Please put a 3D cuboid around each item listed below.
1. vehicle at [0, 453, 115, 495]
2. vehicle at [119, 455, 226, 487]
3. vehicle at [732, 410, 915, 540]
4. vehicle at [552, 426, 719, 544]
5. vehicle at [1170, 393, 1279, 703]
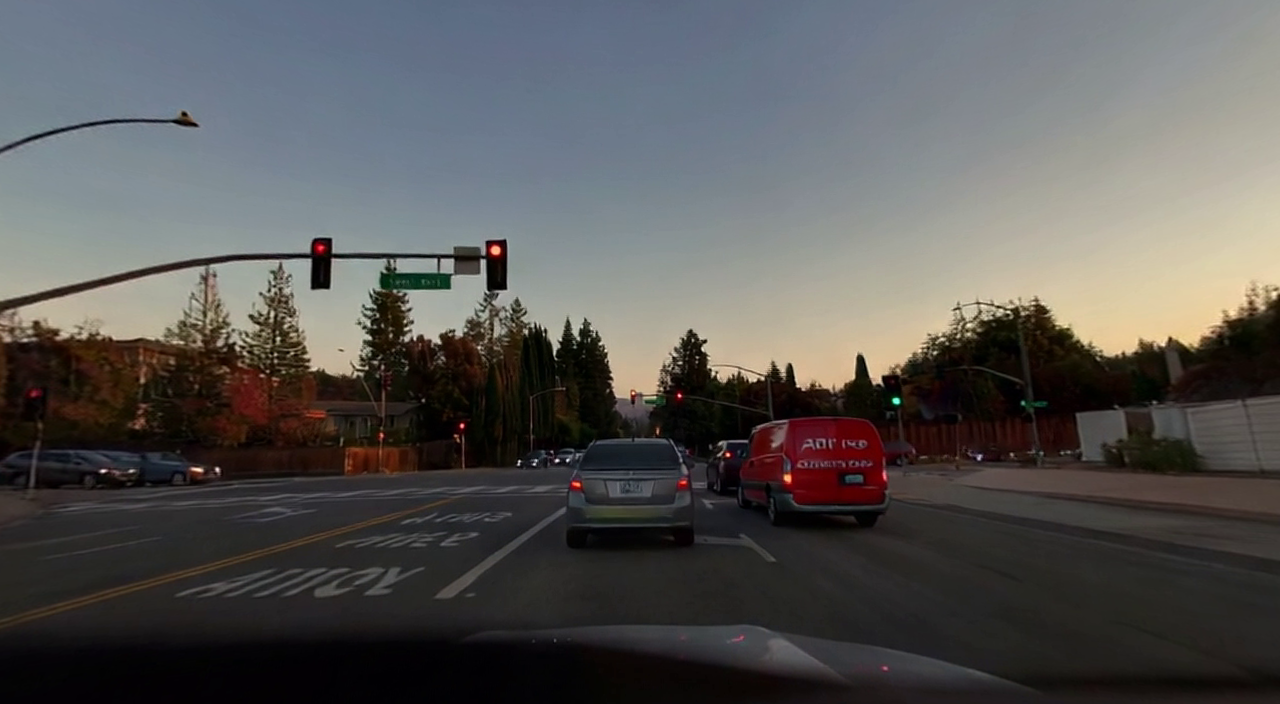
[{"bbox_3d":[-28.399,5.769,29.810,4.757,1.841,2.121,1,-9,-7],"label":"vehicle"},{"bbox_3d":[-25.219,6.395,34.003,4.073,1.603,1.920,1,-9,-8],"label":"vehicle"},{"bbox_3d":[3.082,2.175,11.631,2.059,1.924,4.257,0,-9,0],"label":"vehicle"},{"bbox_3d":[-0.045,2.189,10.980,2.321,1.624,4.367,0,-9,1],"label":"vehicle"},{"bbox_3d":[3.234,0.614,0.325,1.934,1.506,4.544,0,-9,0],"label":"vehicle"}]
